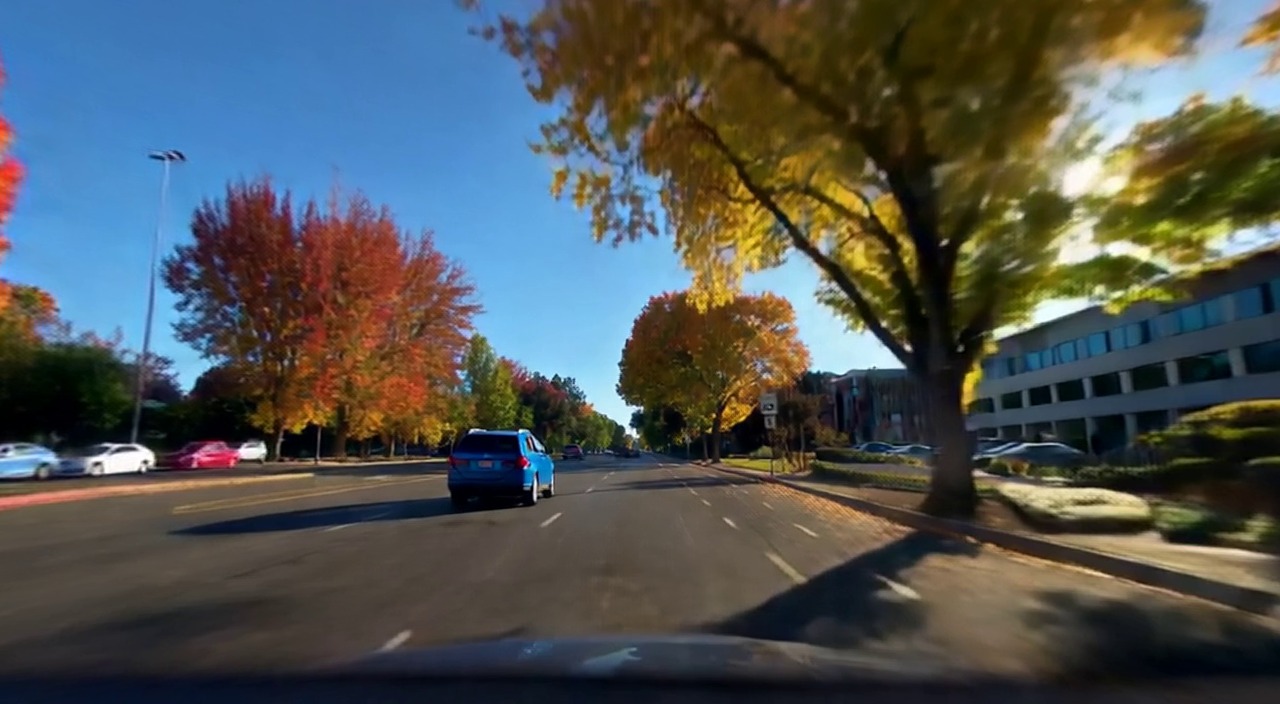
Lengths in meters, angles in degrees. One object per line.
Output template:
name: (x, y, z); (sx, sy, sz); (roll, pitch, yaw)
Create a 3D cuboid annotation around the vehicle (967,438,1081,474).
vehicle: (18.411, 4.990, 30.268); (4.331, 1.655, 1.884); (1, -9, -7)

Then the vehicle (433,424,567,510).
vehicle: (-3.201, 2.753, 15.500); (2.112, 1.779, 4.489); (0, -9, 2)

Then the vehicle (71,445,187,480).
vehicle: (-25.398, 5.496, 31.581); (1.844, 1.619, 4.725); (0, -9, 0)

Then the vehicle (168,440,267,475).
vehicle: (-25.323, 6.333, 38.056); (2.142, 1.895, 5.528); (0, -9, 0)
